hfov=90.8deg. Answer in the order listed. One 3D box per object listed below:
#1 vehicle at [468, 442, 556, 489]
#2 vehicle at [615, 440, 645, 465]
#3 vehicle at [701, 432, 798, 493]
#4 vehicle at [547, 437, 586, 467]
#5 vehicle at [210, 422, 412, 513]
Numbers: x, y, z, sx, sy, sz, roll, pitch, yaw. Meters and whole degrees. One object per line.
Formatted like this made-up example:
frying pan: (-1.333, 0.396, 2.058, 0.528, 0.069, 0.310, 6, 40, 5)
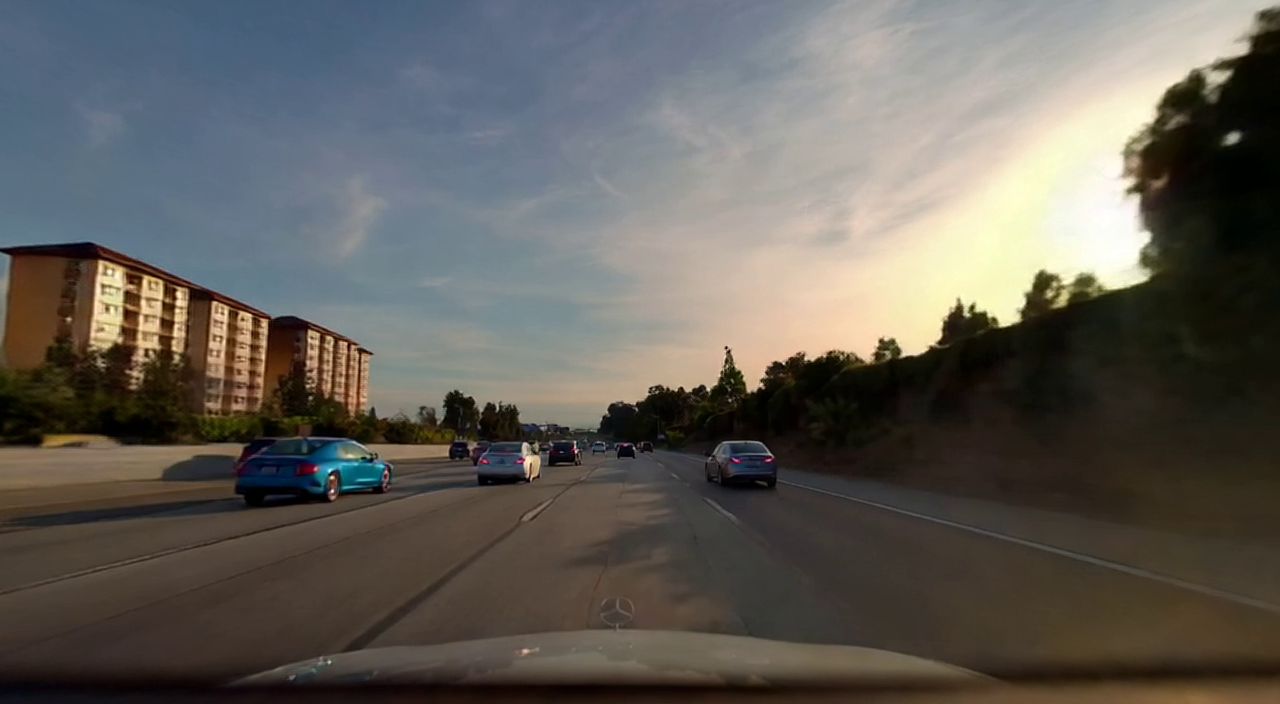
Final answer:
vehicle: (-4.228, 3.807, 21.671, 2.124, 1.426, 4.444, 0, -8, 0)
vehicle: (-0.693, 7.048, 44.566, 2.053, 1.650, 3.945, 0, -8, -1)
vehicle: (3.218, 3.361, 19.544, 2.061, 1.658, 4.417, 0, -8, -2)
vehicle: (-4.697, 6.457, 40.920, 2.044, 1.774, 4.329, 0, -8, 0)
vehicle: (-7.441, 2.660, 15.109, 2.086, 1.776, 5.080, 0, -8, 0)
